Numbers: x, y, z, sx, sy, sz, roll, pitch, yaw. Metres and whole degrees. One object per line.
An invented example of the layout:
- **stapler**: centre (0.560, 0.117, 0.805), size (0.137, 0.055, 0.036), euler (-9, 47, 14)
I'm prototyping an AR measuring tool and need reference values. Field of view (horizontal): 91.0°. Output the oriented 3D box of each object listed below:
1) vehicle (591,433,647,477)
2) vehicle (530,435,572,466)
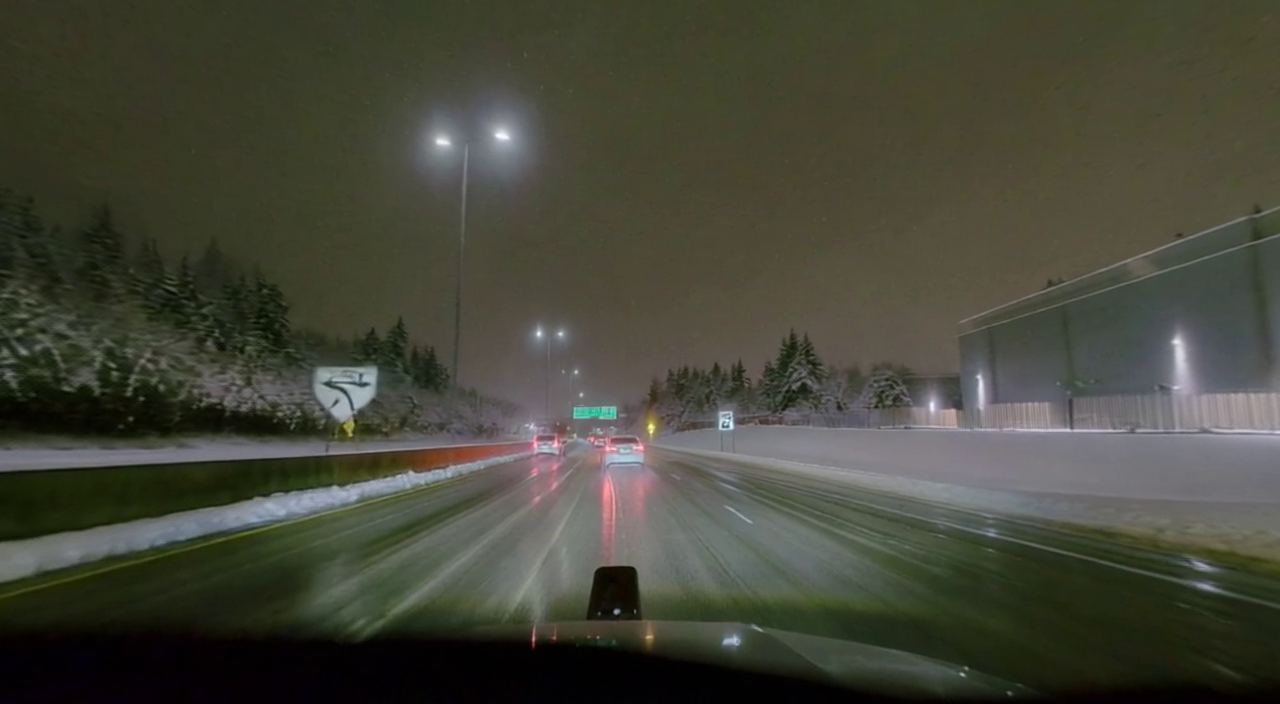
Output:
- **vehicle**: centre (-0.866, 4.134, 25.540), size (2.078, 1.608, 3.982), euler (0, -8, -3)
- **vehicle**: centre (-5.290, 5.890, 37.929), size (2.080, 1.733, 4.410), euler (0, -8, -3)
